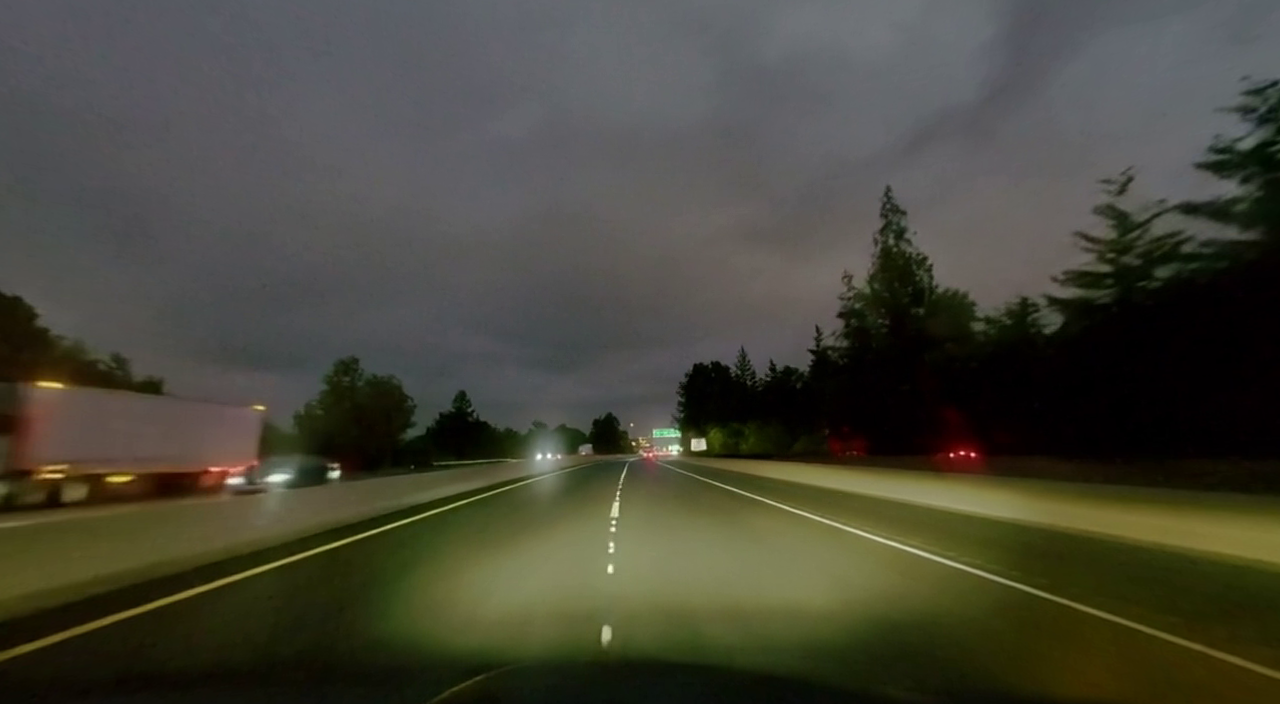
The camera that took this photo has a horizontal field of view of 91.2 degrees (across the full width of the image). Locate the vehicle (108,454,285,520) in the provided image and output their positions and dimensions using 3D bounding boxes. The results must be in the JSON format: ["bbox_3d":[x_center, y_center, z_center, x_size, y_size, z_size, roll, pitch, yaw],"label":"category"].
[{"bbox_3d":[-11.833,3.583,17.154,1.900,1.506,4.067,0,-9,-1],"label":"vehicle"}]

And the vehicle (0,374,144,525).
[{"bbox_3d":[-15.448,2.209,14.113,2.732,3.283,7.013,0,-9,-1],"label":"vehicle"}]
